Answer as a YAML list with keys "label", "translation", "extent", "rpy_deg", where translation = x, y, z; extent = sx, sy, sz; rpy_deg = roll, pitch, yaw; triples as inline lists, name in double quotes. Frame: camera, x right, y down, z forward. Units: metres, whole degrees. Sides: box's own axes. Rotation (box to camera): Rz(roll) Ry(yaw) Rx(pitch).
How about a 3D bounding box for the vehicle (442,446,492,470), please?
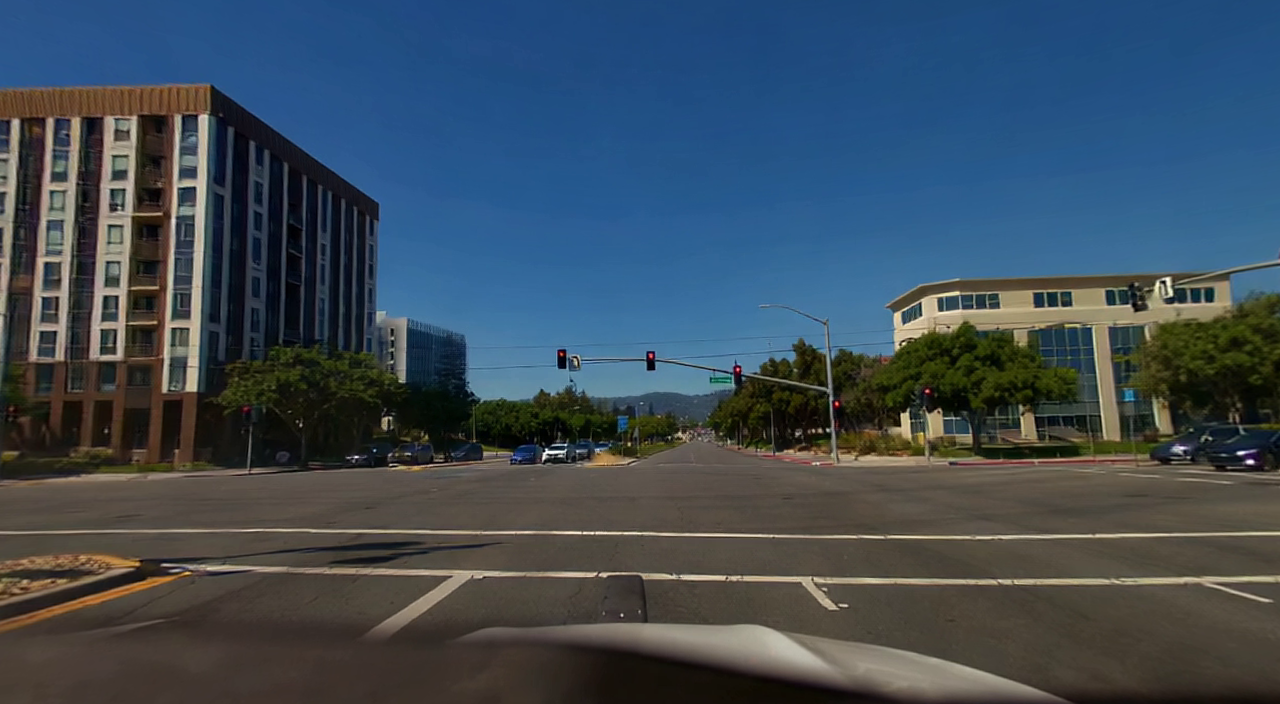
- label: "vehicle"
  translation: [-11.641, 7.153, 42.811]
  extent: [2.003, 1.476, 4.297]
  rpy_deg: [-1, -9, 2]

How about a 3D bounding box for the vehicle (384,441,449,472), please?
- label: "vehicle"
  translation: [-15.130, 7.127, 43.248]
  extent: [2.340, 1.946, 5.450]
  rpy_deg: [-1, -9, 1]

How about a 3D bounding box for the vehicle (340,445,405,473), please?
- label: "vehicle"
  translation: [-18.540, 7.417, 44.091]
  extent: [2.237, 1.842, 5.116]
  rpy_deg: [0, -9, 0]

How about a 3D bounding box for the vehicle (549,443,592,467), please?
- label: "vehicle"
  translation: [-4.503, 6.759, 41.757]
  extent: [2.109, 1.461, 4.637]
  rpy_deg: [-1, -9, 2]

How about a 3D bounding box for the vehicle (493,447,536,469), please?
- label: "vehicle"
  translation: [-8.076, 6.850, 40.976]
  extent: [1.910, 1.288, 4.093]
  rpy_deg: [-1, -9, 1]

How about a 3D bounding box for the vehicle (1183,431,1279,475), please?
- label: "vehicle"
  translation: [22.322, 3.560, 22.364]
  extent: [4.474, 1.477, 1.908]
  rpy_deg: [0, -9, -3]
